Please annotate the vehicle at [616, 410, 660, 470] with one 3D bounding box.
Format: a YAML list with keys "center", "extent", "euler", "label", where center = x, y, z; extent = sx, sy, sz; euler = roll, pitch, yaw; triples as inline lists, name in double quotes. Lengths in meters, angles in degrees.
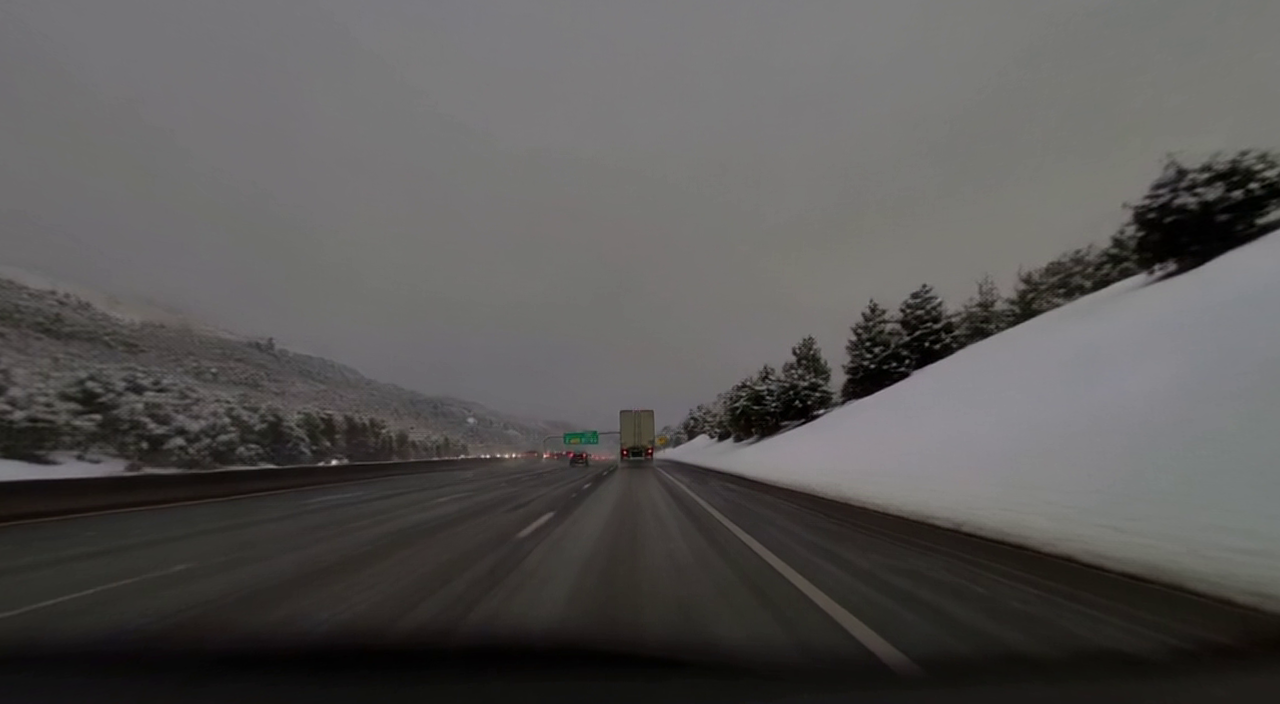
- center: [-0.076, 6.947, 49.245]
  extent: [3.039, 4.131, 11.822]
  euler: [0, -9, 0]
  label: "vehicle"

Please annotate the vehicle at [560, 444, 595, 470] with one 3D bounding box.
- center: [-4.295, 7.332, 44.198]
  extent: [2.053, 1.746, 4.508]
  euler: [0, -9, -1]
  label: "vehicle"
